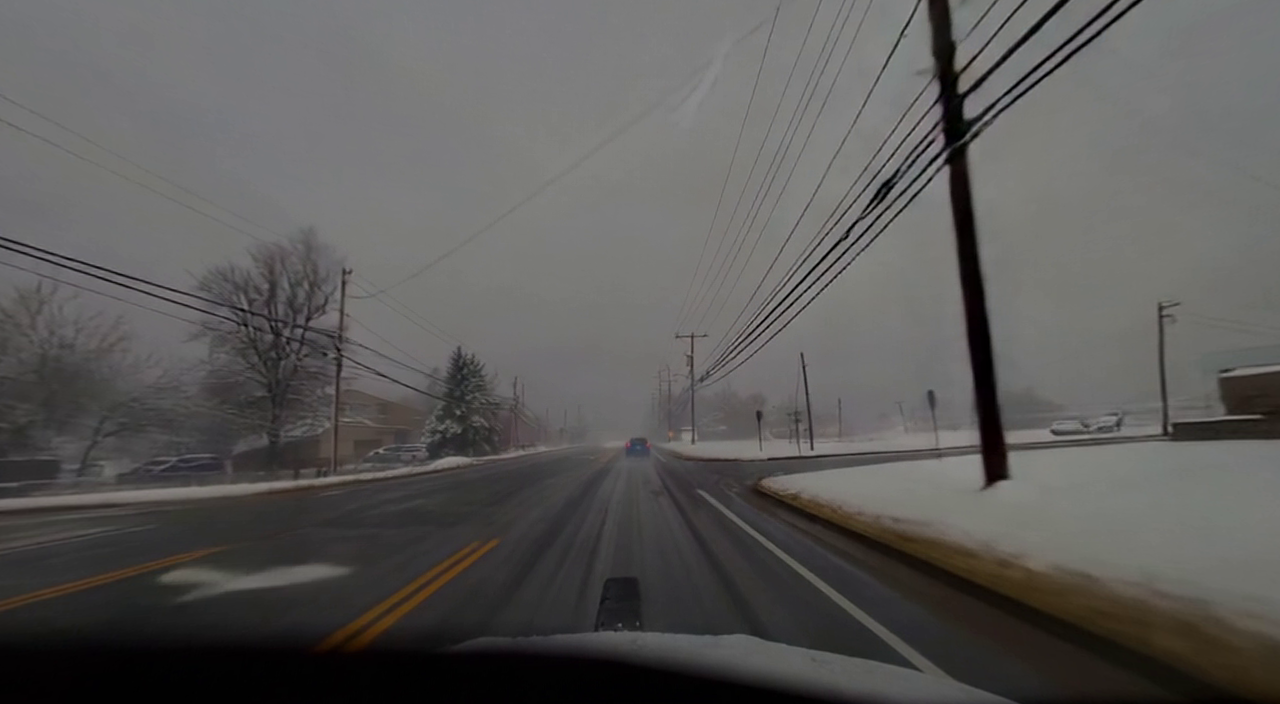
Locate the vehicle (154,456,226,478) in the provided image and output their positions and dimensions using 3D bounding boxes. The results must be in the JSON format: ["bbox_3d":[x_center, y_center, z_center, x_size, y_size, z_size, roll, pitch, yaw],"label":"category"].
[{"bbox_3d":[-34.814,8.893,48.900,1.808,1.527,4.145,-8,-12,43],"label":"vehicle"}]
